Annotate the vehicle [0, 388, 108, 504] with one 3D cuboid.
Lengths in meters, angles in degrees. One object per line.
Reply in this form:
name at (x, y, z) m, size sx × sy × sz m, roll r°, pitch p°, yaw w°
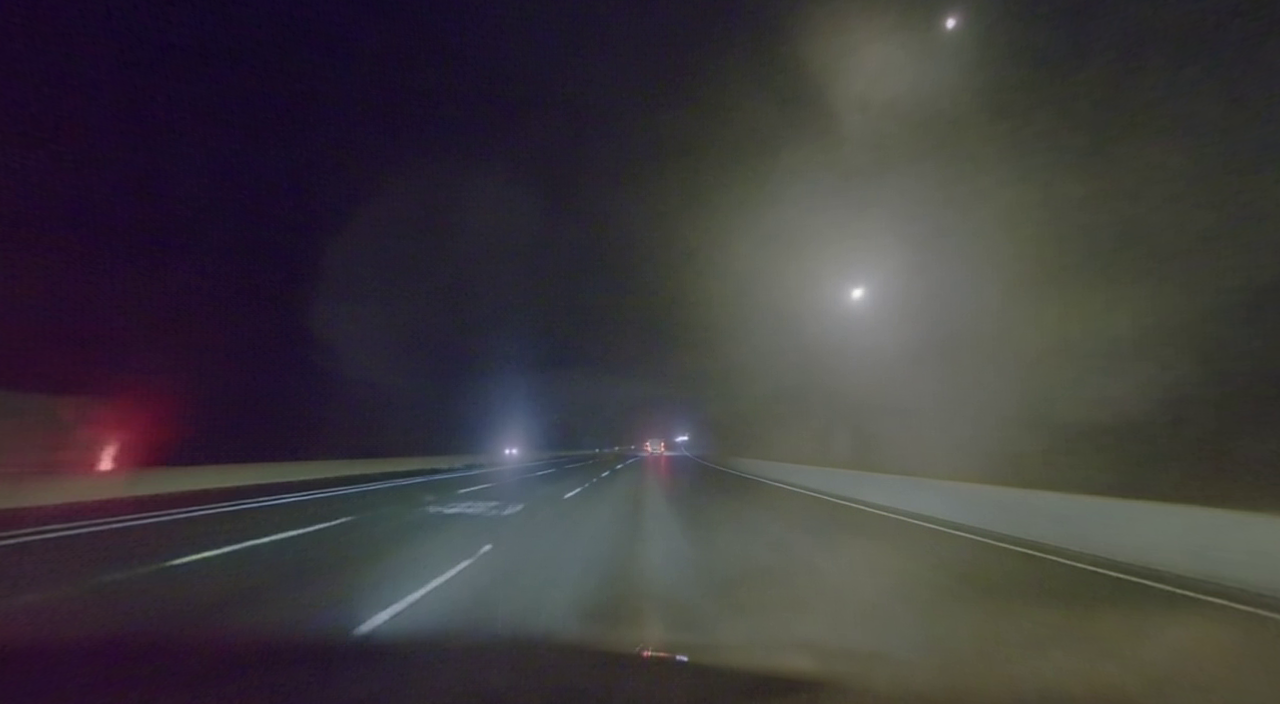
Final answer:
vehicle at (-23.540, 2.851, 19.137) m, size 2.899 × 3.944 × 13.450 m, roll 0°, pitch -9°, yaw 1°
